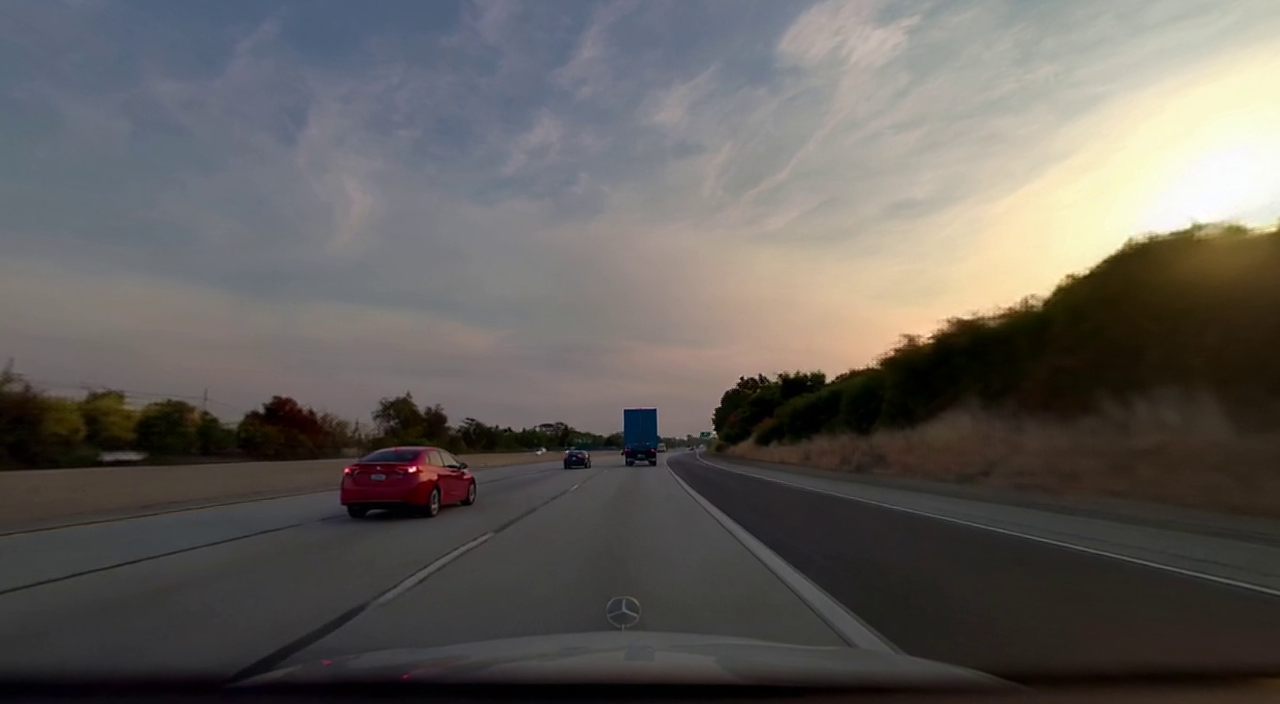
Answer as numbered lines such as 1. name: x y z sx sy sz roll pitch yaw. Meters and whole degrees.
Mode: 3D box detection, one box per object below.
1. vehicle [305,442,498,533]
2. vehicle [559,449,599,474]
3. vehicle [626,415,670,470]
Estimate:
1. vehicle: -4.378 2.546 12.457 2.010 1.461 4.391 0 -9 1
2. vehicle: -3.755 6.838 39.551 1.981 1.435 4.199 0 -9 1
3. vehicle: 0.498 6.662 46.081 2.893 3.628 9.081 0 -9 0
